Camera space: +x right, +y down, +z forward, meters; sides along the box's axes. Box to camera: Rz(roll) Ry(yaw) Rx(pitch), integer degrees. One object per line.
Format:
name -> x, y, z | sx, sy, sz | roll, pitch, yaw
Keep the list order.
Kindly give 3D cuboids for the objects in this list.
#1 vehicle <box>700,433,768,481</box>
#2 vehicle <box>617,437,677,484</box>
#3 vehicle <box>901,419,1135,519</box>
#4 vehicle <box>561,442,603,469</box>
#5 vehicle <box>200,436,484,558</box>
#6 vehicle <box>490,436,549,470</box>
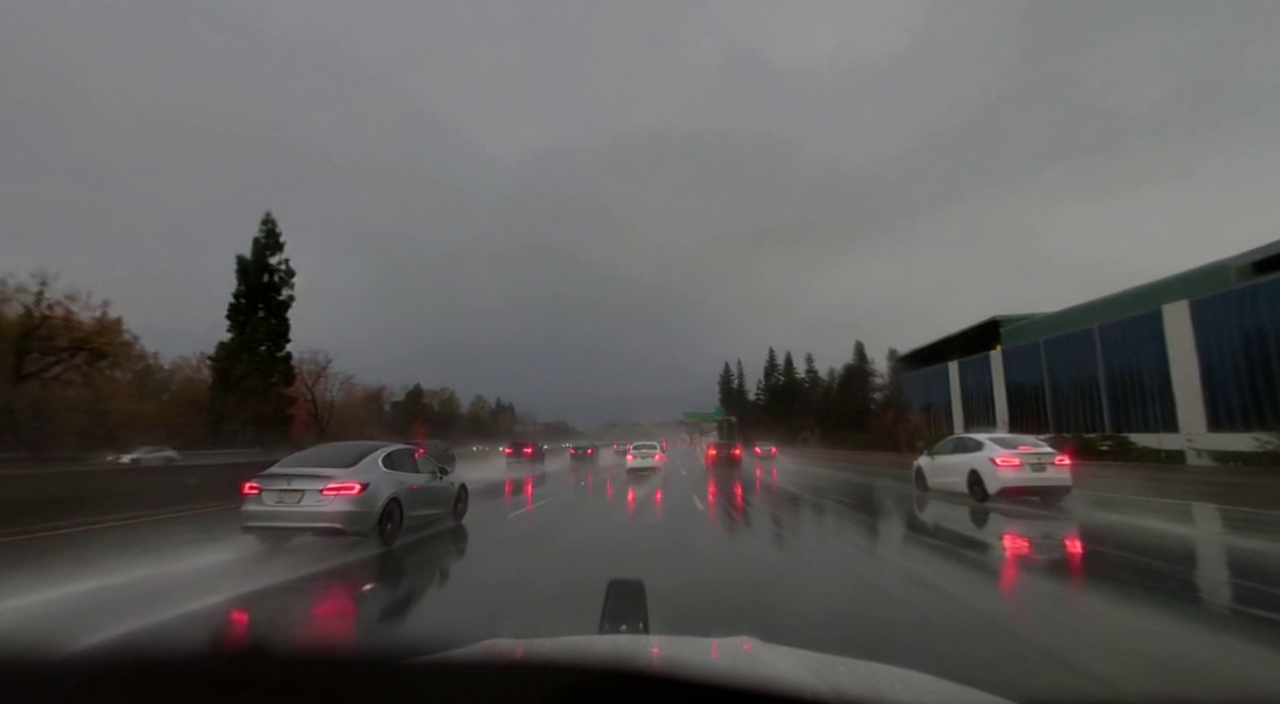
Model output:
vehicle -> 3.607, 4.122, 24.964 | 2.114, 1.715, 4.136 | -1, -8, 1
vehicle -> 0.320, 4.098, 24.199 | 2.102, 1.624, 4.257 | -1, -8, 2
vehicle -> 7.687, 2.421, 13.627 | 1.960, 1.726, 5.016 | 0, -8, 1
vehicle -> -3.310, 6.043, 36.977 | 1.886, 1.455, 4.148 | -1, -8, 3
vehicle -> -4.275, 2.138, 10.150 | 2.116, 1.473, 4.644 | -1, -8, 3
vehicle -> -6.961, 5.885, 37.044 | 2.187, 1.851, 5.085 | -1, -8, 3
